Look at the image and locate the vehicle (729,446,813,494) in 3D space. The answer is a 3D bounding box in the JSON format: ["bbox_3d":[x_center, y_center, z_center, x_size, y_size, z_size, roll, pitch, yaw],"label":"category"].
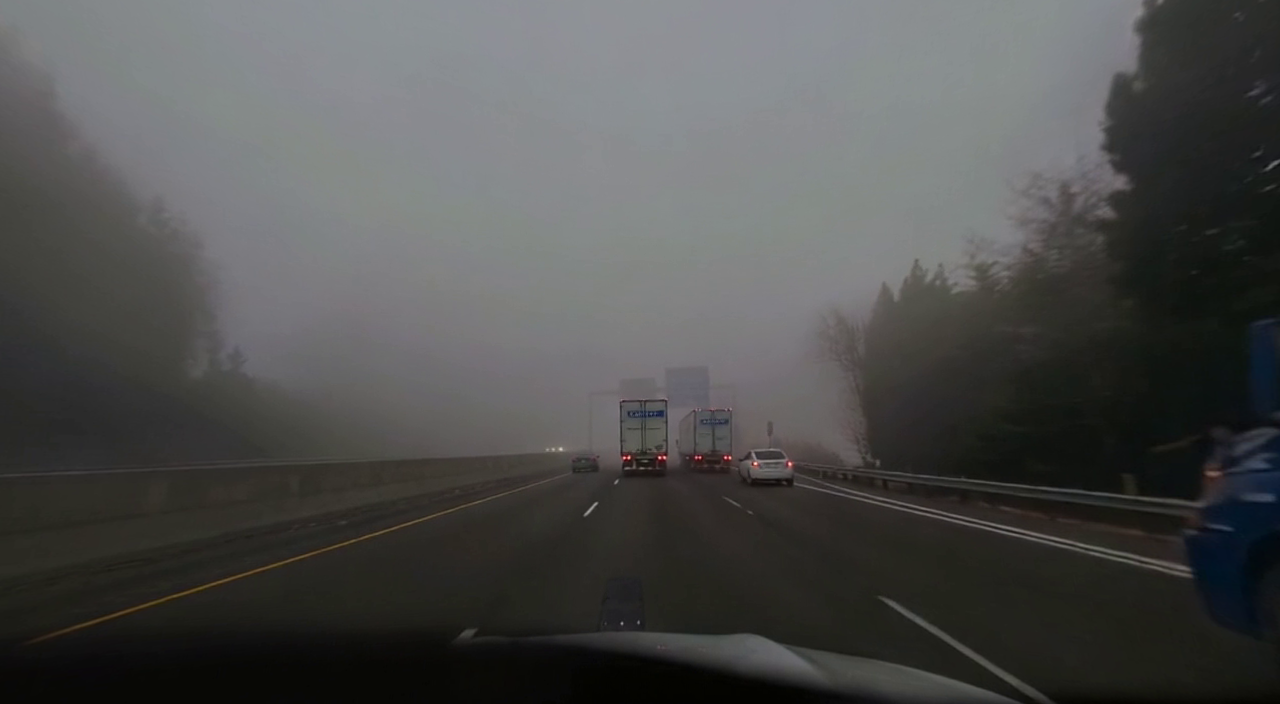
[{"bbox_3d":[4.559,4.175,22.792,2.086,1.530,4.808,0,-9,1],"label":"vehicle"}]

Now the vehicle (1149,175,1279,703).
[{"bbox_3d":[4.272,0.124,0.547,2.636,2.599,5.956,0,-9,1],"label":"vehicle"}]

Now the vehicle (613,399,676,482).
[{"bbox_3d":[0.184,4.839,34.072,2.864,3.805,9.709,0,-9,0],"label":"vehicle"}]

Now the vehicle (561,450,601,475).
[{"bbox_3d":[-3.598,6.828,39.277,2.067,1.452,4.085,0,-9,1],"label":"vehicle"}]
